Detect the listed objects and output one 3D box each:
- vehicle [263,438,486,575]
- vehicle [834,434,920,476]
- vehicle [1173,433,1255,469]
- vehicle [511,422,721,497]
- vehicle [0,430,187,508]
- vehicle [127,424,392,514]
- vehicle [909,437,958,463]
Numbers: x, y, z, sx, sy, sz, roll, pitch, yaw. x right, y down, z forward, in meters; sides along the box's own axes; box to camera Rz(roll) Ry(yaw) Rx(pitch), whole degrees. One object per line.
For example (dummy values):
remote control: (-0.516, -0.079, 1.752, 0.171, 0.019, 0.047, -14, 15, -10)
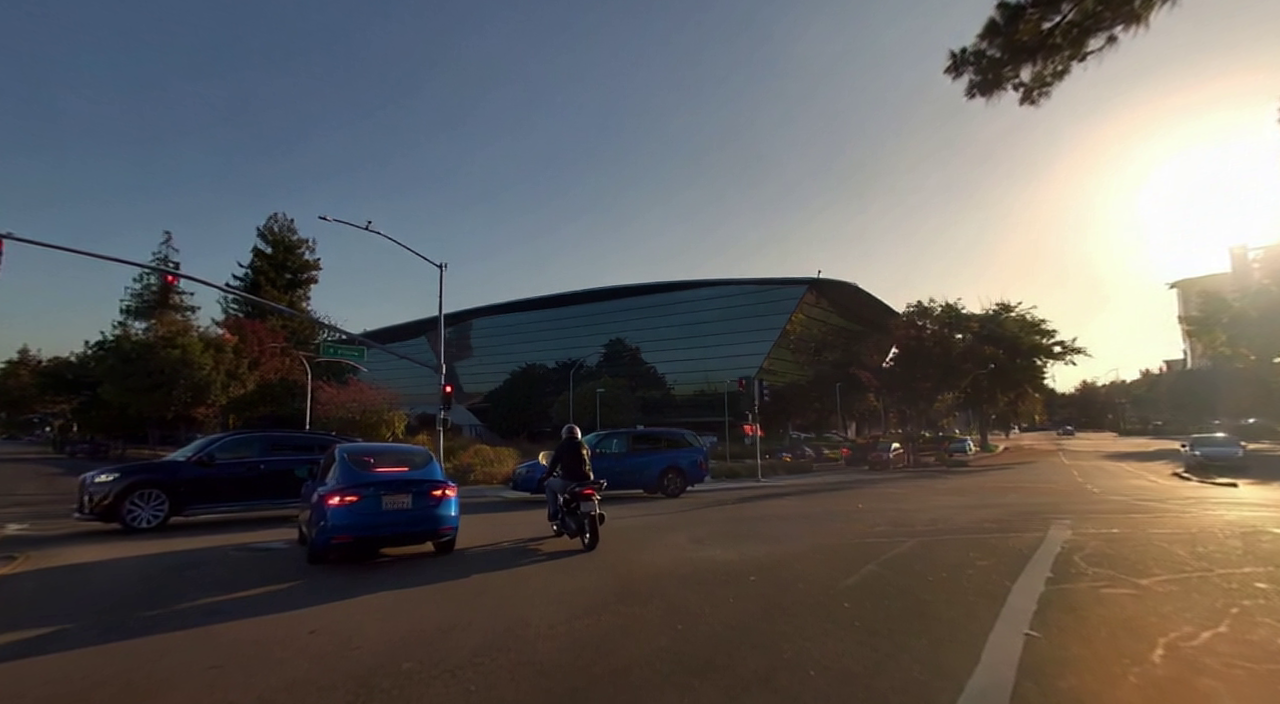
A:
vehicle: (-4.005, 1.993, 9.092, 2.009, 1.450, 4.182, 6, -10, -35)
vehicle: (10.613, 4.539, 28.054, 2.084, 1.656, 4.583, -7, -11, 39)
vehicle: (25.512, 4.389, 28.195, 1.872, 1.467, 4.385, -5, -10, 32)
vehicle: (-0.749, 3.166, 18.947, 5.833, 1.960, 2.341, 3, -9, -19)
vehicle: (-14.176, 2.884, 15.875, 4.380, 1.727, 2.052, -2, -9, 15)
vehicle: (-8.073, 2.490, 13.659, 4.583, 1.755, 1.936, -1, -8, 7)
vehicle: (18.734, 6.245, 40.155, 2.024, 1.543, 4.028, -6, -10, 35)
